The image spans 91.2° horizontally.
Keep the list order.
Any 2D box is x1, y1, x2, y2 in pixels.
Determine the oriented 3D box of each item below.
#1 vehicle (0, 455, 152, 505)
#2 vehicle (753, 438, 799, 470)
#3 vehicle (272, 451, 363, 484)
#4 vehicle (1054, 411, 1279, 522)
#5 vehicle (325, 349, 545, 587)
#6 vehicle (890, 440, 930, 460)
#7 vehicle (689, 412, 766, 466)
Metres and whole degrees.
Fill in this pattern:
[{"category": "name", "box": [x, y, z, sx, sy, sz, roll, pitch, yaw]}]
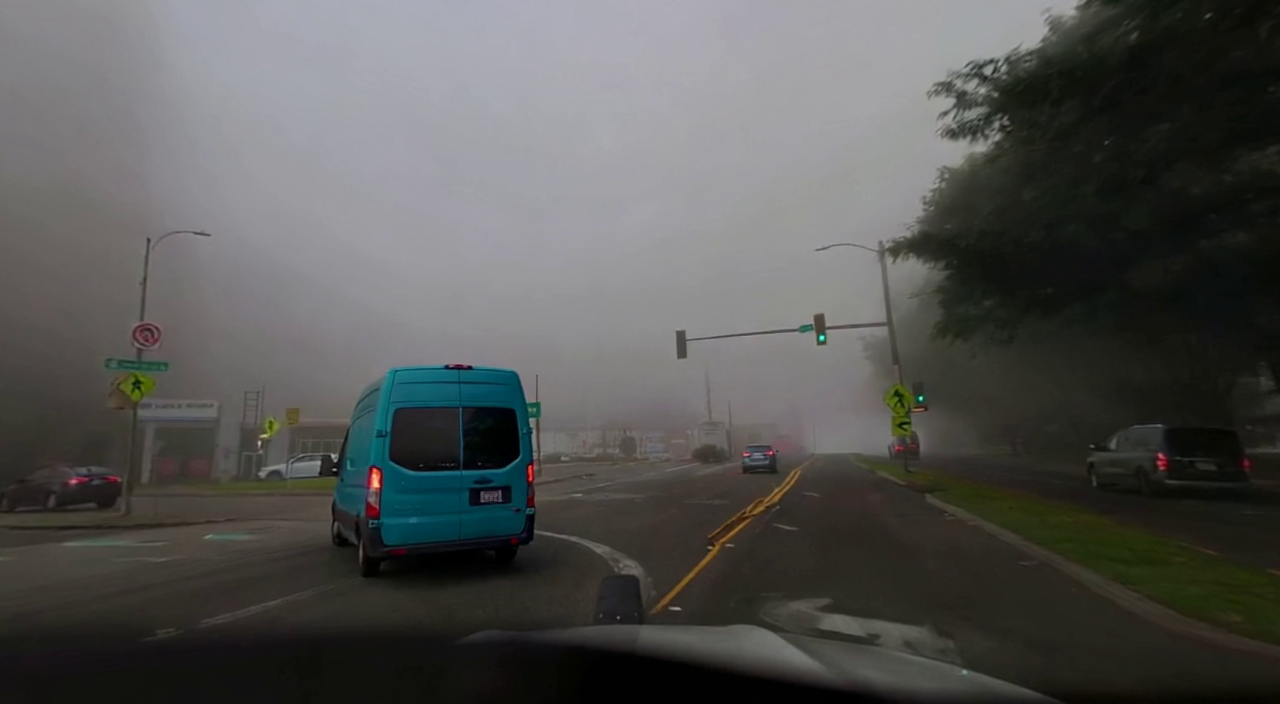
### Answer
[{"category": "vehicle", "box": [-19.408, 4.333, 21.502, 4.457, 1.533, 1.933, -3, -9, 18]}, {"category": "vehicle", "box": [7.359, 5.456, 33.687, 1.948, 1.613, 3.879, -3, -9, 18]}, {"category": "vehicle", "box": [-17.088, 6.065, 33.282, 4.109, 1.592, 2.008, 4, -10, -28]}, {"category": "vehicle", "box": [10.046, 2.118, 12.002, 2.158, 1.696, 4.417, -3, -9, 16]}, {"category": "vehicle", "box": [-3.544, 1.725, 10.067, 2.432, 2.624, 5.670, 4, -10, -25]}, {"category": "vehicle", "box": [20.930, 7.611, 48.703, 2.144, 1.473, 4.250, -3, -9, 15]}, {"category": "vehicle", "box": [6.757, 6.446, 45.699, 3.158, 3.294, 13.584, -4, -10, 17]}]
